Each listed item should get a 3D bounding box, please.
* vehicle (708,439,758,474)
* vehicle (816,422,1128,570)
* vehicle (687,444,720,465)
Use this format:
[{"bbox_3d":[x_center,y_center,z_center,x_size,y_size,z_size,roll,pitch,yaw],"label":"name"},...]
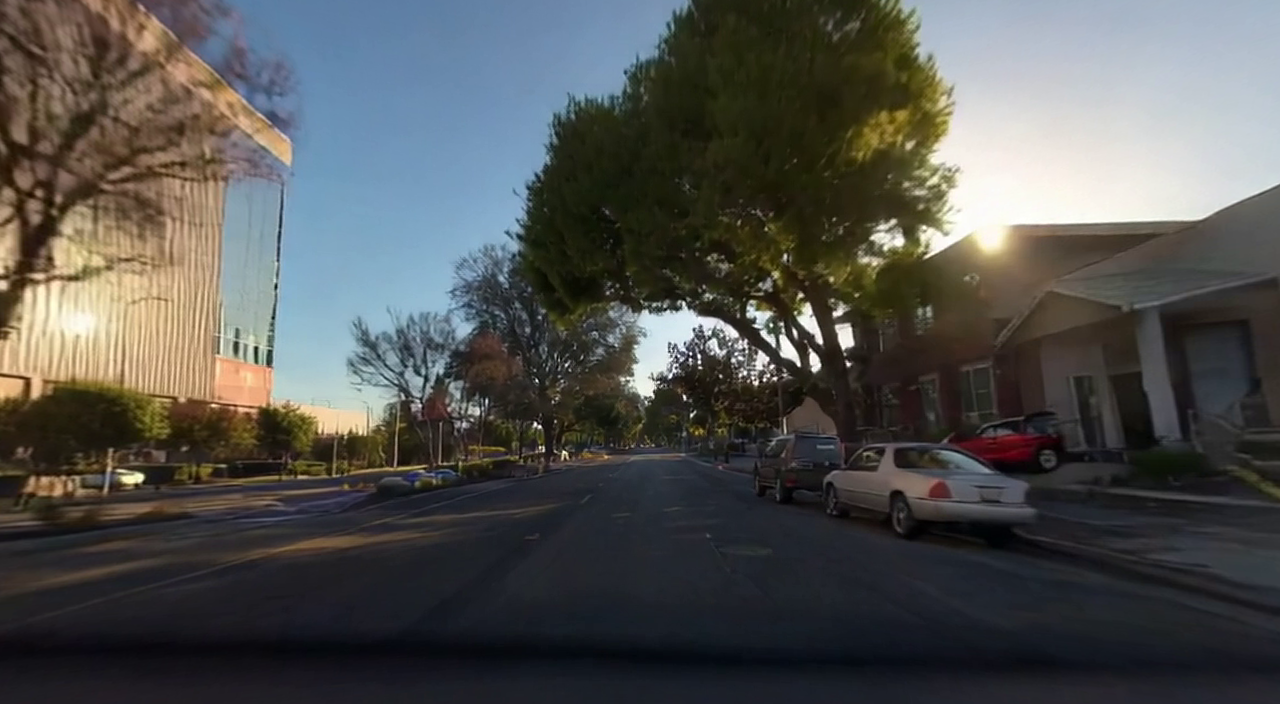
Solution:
[{"bbox_3d":[4.682,5.336,32.420,1.906,1.620,4.837,0,-8,0],"label":"vehicle"},{"bbox_3d":[4.333,1.944,9.491,1.962,1.590,5.179,0,-8,1],"label":"vehicle"},{"bbox_3d":[4.572,7.424,45.832,1.910,1.429,4.441,0,-8,0],"label":"vehicle"}]
